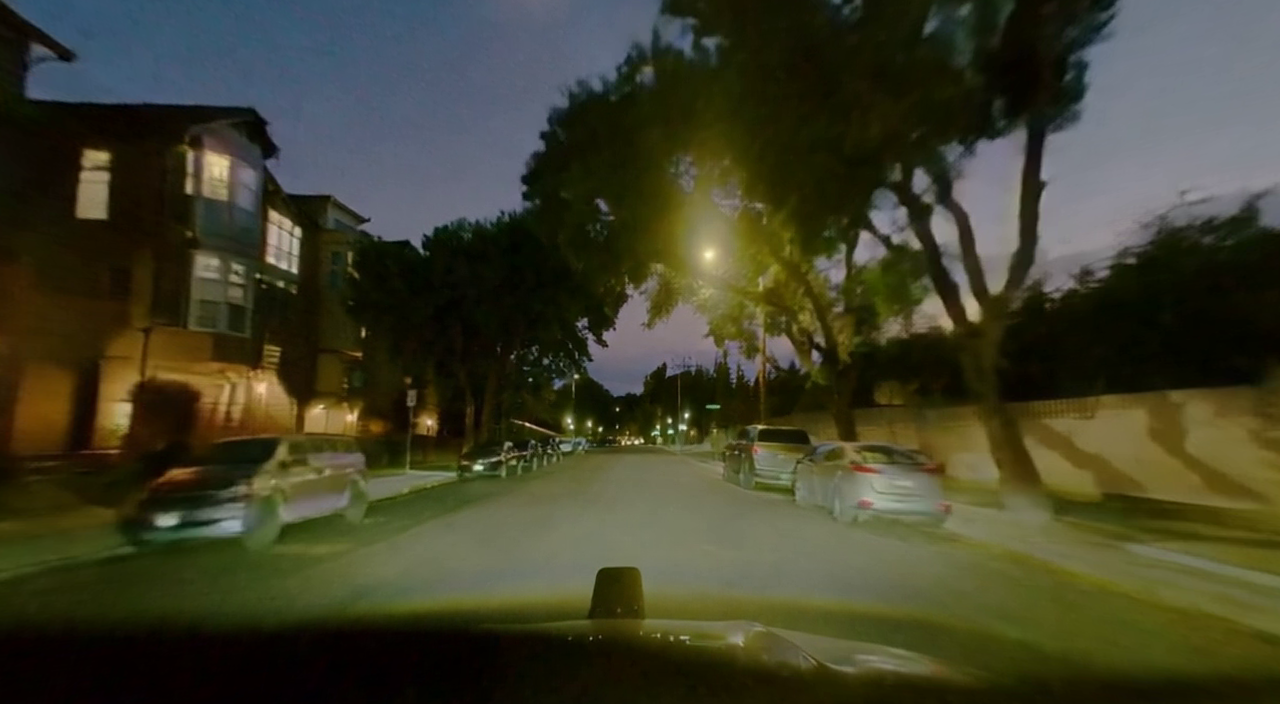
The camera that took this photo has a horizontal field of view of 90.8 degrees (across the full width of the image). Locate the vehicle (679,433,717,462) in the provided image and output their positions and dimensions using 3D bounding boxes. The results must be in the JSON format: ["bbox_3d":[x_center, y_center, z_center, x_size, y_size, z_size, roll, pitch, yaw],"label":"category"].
[{"bbox_3d":[3.772,6.287,41.629,1.952,1.738,4.518,0,-8,-1],"label":"vehicle"}]

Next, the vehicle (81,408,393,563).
[{"bbox_3d":[-5.906,2.026,10.183,2.106,1.760,4.573,-4,-9,-1],"label":"vehicle"}]

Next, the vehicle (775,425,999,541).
[{"bbox_3d":[3.739,2.056,10.595,1.968,1.505,4.368,0,-8,0],"label":"vehicle"}]

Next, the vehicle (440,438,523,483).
[{"bbox_3d":[-5.755,3.994,23.524,1.998,1.485,4.476,0,-8,-1],"label":"vehicle"}]

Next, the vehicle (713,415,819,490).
[{"bbox_3d":[3.650,3.046,19.307,2.158,1.977,4.750,0,-8,-1],"label":"vehicle"}]
